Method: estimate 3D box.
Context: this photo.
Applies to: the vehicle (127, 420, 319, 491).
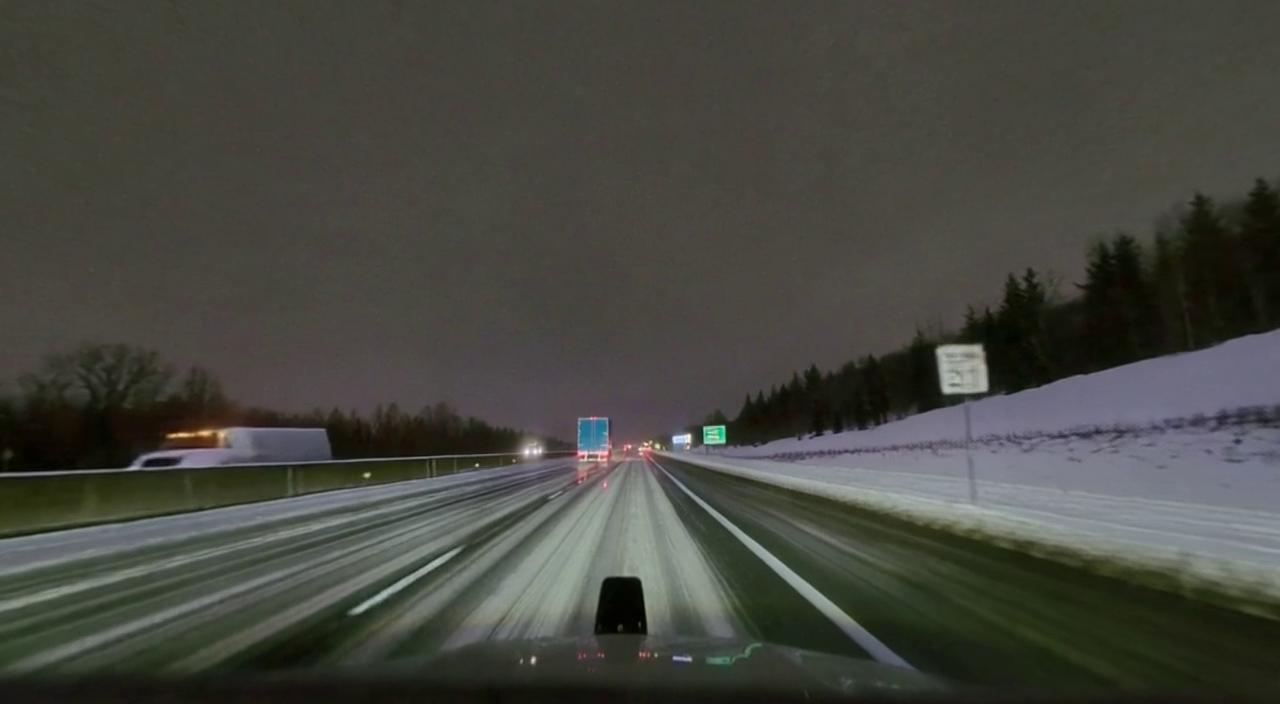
[{"bbox_3d":[-24.219,6.184,38.167,2.973,3.482,12.931,0,-9,-1],"label":"vehicle"}]
